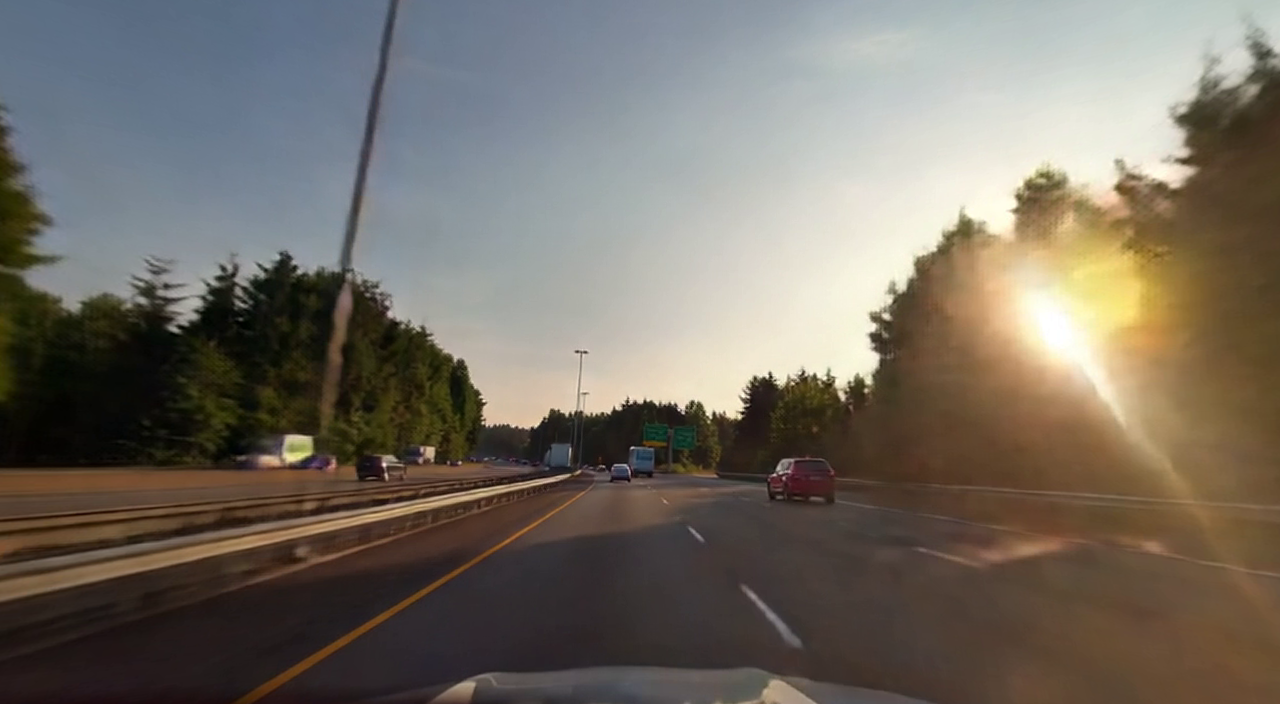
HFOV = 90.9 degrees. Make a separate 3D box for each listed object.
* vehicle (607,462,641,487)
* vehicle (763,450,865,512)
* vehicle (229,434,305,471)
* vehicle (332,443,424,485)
[{"bbox_3d":[-1.037,7.795,40.069,1.987,1.467,3.903,1,-10,-2],"label":"vehicle"},{"bbox_3d":[5.599,4.238,21.016,1.998,1.776,4.663,1,-10,-1],"label":"vehicle"},{"bbox_3d":[-28.923,7.906,49.134,2.260,2.650,6.057,1,-10,-2],"label":"vehicle"},{"bbox_3d":[-11.418,4.970,27.874,1.952,1.618,4.859,1,-10,0],"label":"vehicle"}]
